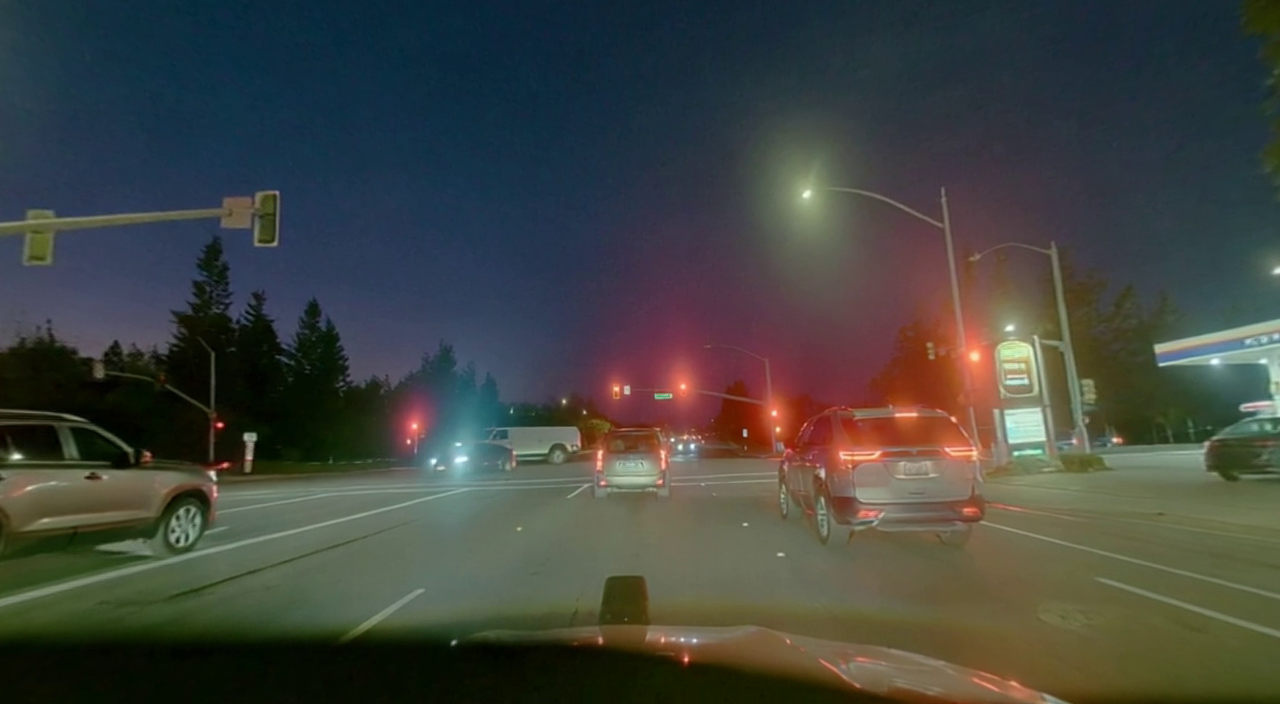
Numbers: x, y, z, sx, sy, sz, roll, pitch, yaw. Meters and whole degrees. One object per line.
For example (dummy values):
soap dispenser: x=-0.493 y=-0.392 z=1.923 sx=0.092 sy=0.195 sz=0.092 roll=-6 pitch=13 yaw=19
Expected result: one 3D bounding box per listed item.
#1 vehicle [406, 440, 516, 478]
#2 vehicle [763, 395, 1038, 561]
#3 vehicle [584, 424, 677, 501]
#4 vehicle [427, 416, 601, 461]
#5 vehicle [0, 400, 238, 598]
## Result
vehicle: x=-7.718 y=4.636 z=27.568 sx=1.847 sy=1.508 sz=4.366 roll=-6 pitch=-11 yaw=35
vehicle: x=3.233 y=1.684 z=9.030 sx=2.083 sy=1.779 sz=4.347 roll=0 pitch=-9 yaw=0
vehicle: x=-0.185 y=2.776 z=16.137 sx=2.067 sy=1.702 sz=3.987 roll=0 pitch=-9 yaw=1
vehicle: x=-9.322 y=6.630 z=48.153 sx=12.640 sy=3.321 sz=2.995 roll=1 pitch=-9 yaw=-3
vehicle: x=-6.791 y=1.442 z=6.440 sx=2.011 sy=1.774 sz=4.866 roll=0 pitch=-9 yaw=2
